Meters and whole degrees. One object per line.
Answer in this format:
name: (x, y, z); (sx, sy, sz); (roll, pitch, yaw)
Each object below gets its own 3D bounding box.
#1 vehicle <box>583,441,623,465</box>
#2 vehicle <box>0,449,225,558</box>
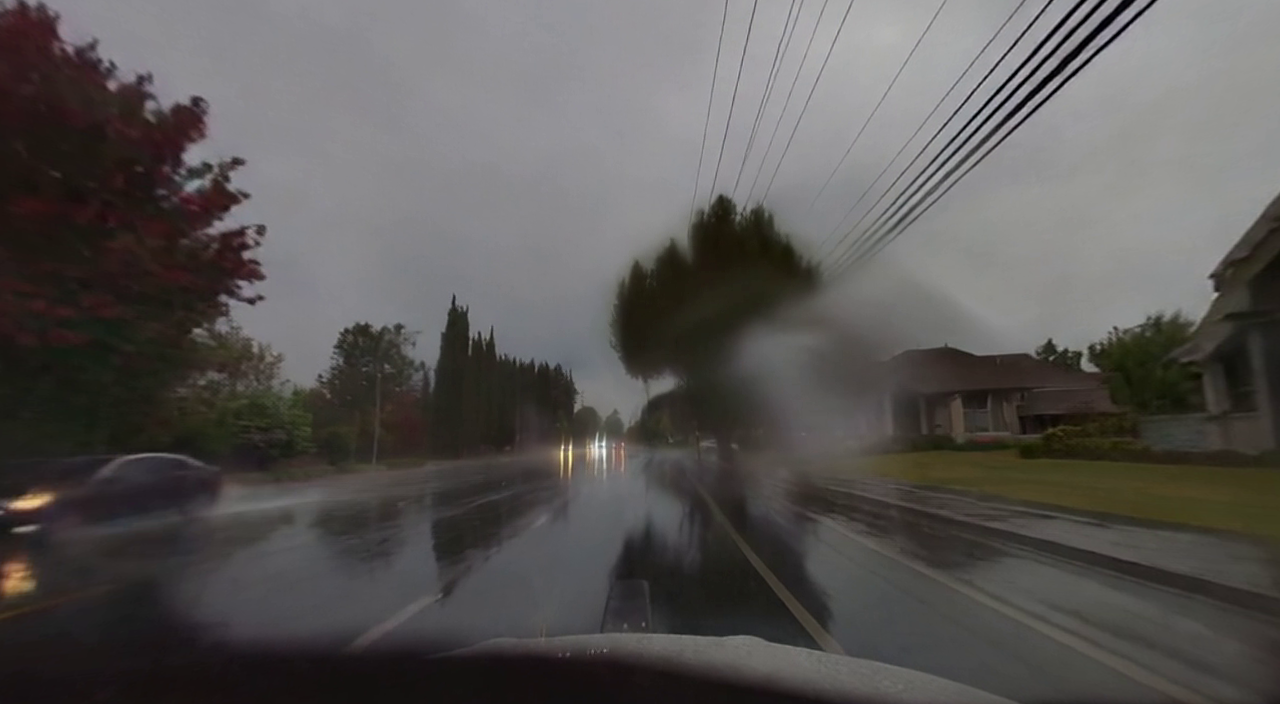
vehicle: (-2.302, 6.437, 40.289); (2.084, 1.466, 4.522); (-1, -9, 3)
vehicle: (-10.129, 2.531, 11.361); (2.106, 1.524, 4.624); (0, -9, 0)
